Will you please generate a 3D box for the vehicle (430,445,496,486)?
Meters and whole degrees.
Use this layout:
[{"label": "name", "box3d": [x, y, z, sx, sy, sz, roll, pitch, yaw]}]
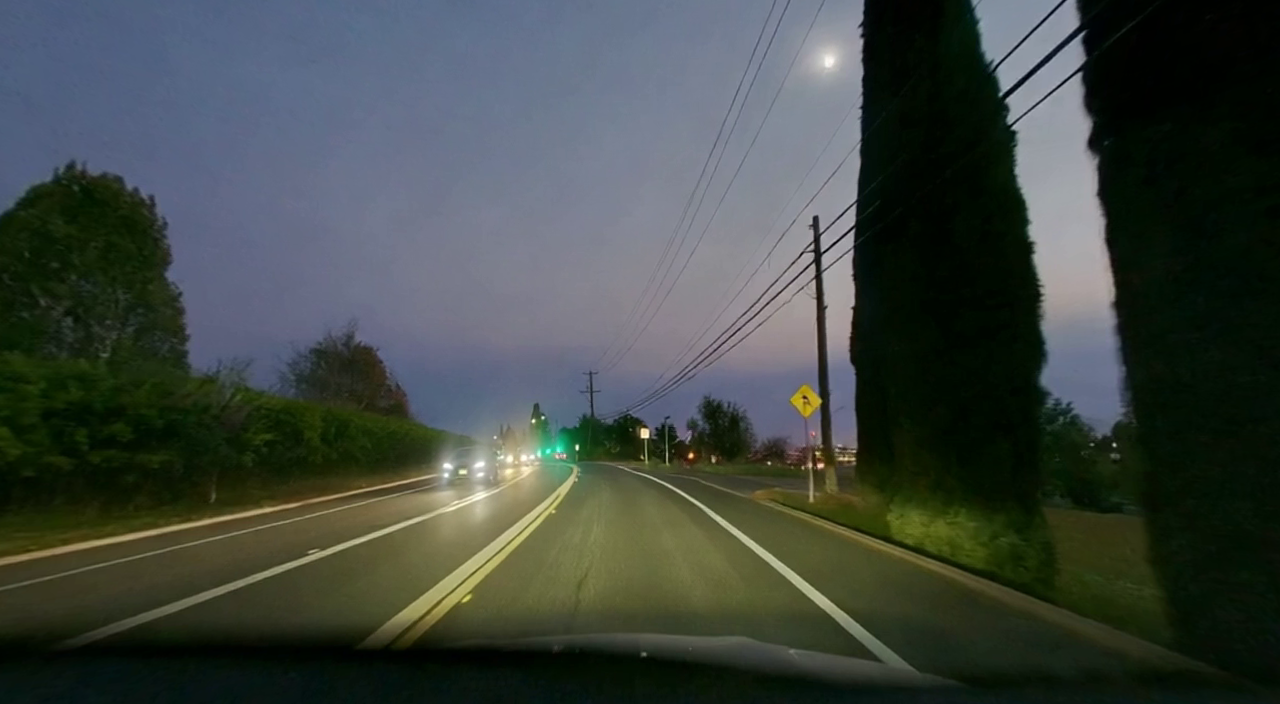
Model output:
[{"label": "vehicle", "box3d": [-7.747, 4.965, 28.095, 2.001, 1.647, 4.514, 1, -8, -5]}]
